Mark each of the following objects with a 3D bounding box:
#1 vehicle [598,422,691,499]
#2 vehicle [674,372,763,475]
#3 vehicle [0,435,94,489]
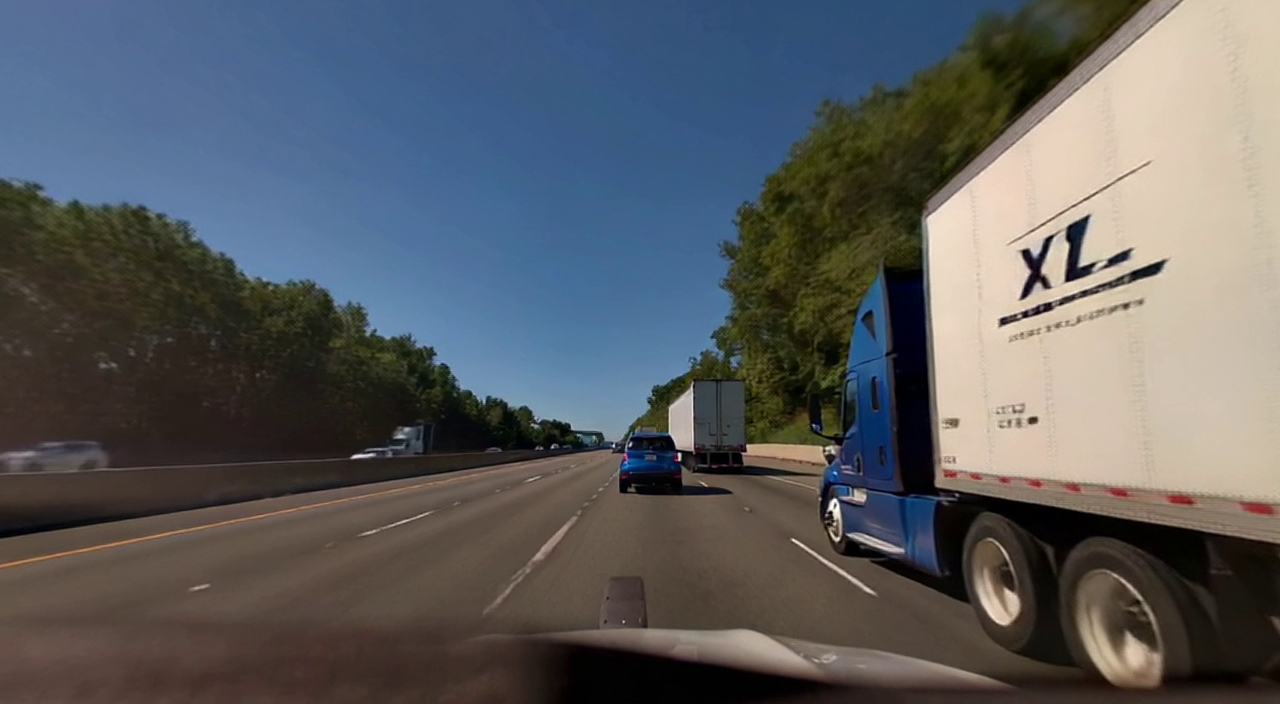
[{"bbox_3d":[0.126,2.750,16.202,2.054,1.706,4.201,0,-8,1],"label":"vehicle"},{"bbox_3d":[3.582,4.044,33.251,2.909,4.135,15.820,0,-8,1],"label":"vehicle"},{"bbox_3d":[-25.763,4.403,25.264,2.238,2.078,5.872,0,-8,1],"label":"vehicle"}]
